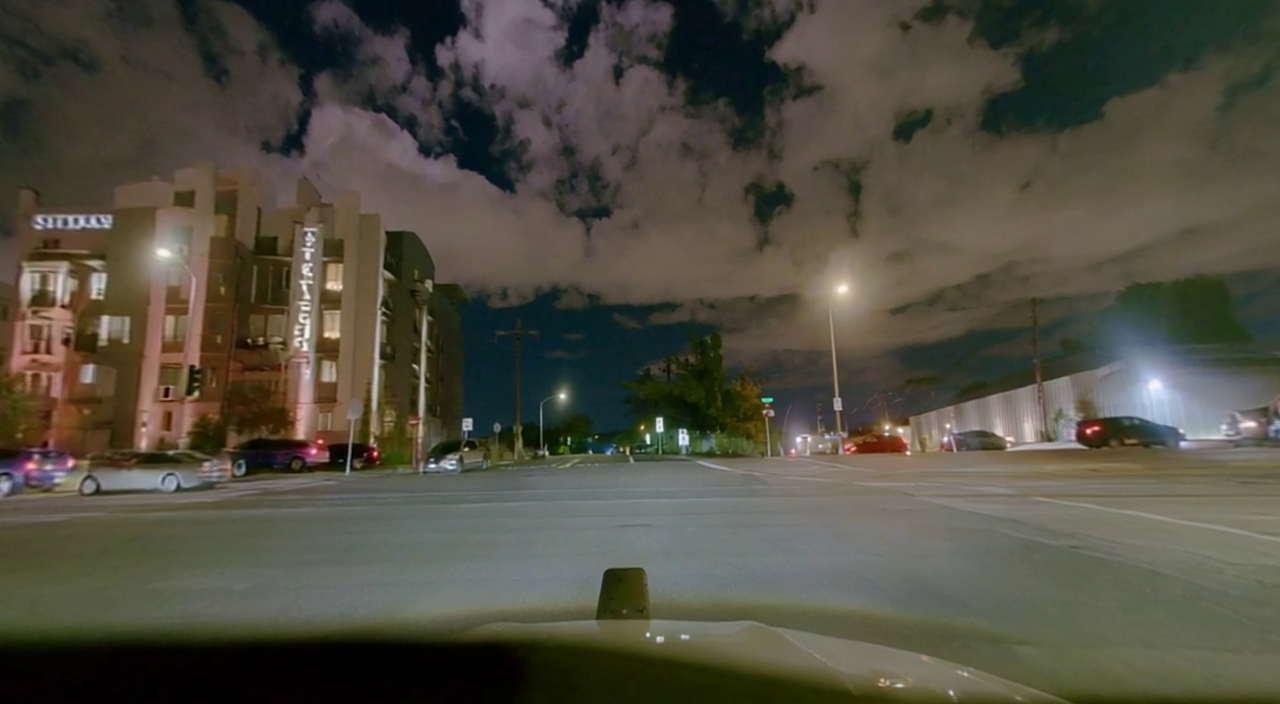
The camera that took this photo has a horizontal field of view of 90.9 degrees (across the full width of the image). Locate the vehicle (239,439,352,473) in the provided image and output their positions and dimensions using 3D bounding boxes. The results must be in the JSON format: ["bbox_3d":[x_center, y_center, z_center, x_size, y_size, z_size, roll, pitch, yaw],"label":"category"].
[{"bbox_3d":[-17.549,5.268,32.302,2.010,1.583,4.582,-6,-10,34],"label":"vehicle"}]

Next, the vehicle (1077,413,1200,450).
[{"bbox_3d":[29.087,4.651,36.922,5.277,2.032,2.408,1,-7,-3],"label":"vehicle"}]

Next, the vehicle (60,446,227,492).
[{"bbox_3d":[-16.469,3.858,21.041,4.233,1.432,1.755,-1,-8,6],"label":"vehicle"}]

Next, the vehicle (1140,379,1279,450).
[{"bbox_3d":[33.317,3.413,33.823,10.986,3.604,2.707,0,-9,-6],"label":"vehicle"}]

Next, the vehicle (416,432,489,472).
[{"bbox_3d":[-8.487,4.584,29.008,2.156,1.620,4.945,2,-9,-4],"label":"vehicle"}]

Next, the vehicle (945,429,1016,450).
[{"bbox_3d":[25.739,6.621,47.728,4.323,1.507,1.896,0,-8,-4],"label":"vehicle"}]

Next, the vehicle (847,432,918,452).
[{"bbox_3d":[18.187,6.761,47.305,4.528,1.458,1.939,1,-7,-4],"label":"vehicle"}]

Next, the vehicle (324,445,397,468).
[{"bbox_3d":[-19.970,7.481,45.227,4.277,1.527,1.987,0,-8,-3],"label":"vehicle"}]

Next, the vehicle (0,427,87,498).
[{"bbox_3d":[-21.609,3.726,21.450,3.506,2.261,2.158,-1,-8,5],"label":"vehicle"}]
